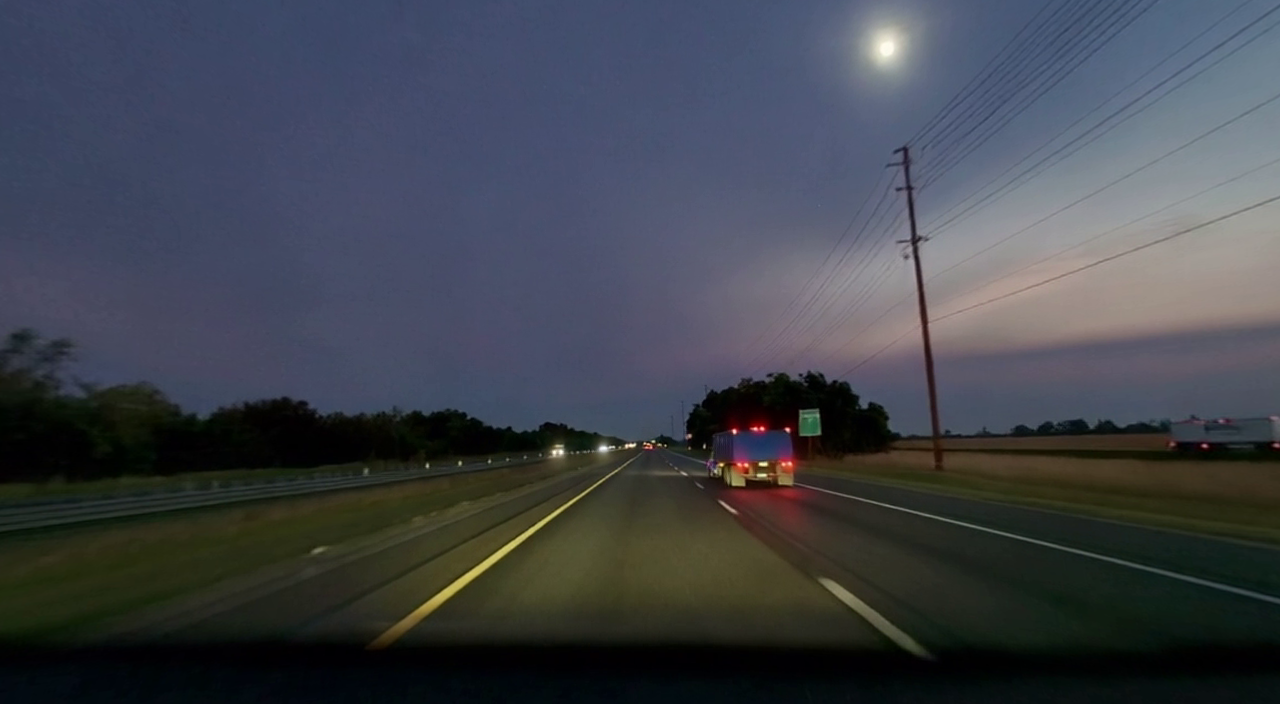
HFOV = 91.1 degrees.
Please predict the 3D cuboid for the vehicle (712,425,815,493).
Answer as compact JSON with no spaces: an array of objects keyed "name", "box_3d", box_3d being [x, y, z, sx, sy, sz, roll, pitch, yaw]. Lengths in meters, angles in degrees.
[{"name":"vehicle","box_3d":[3.762,3.393,20.289,2.228,1.852,5.449,0,-8,0]}]
